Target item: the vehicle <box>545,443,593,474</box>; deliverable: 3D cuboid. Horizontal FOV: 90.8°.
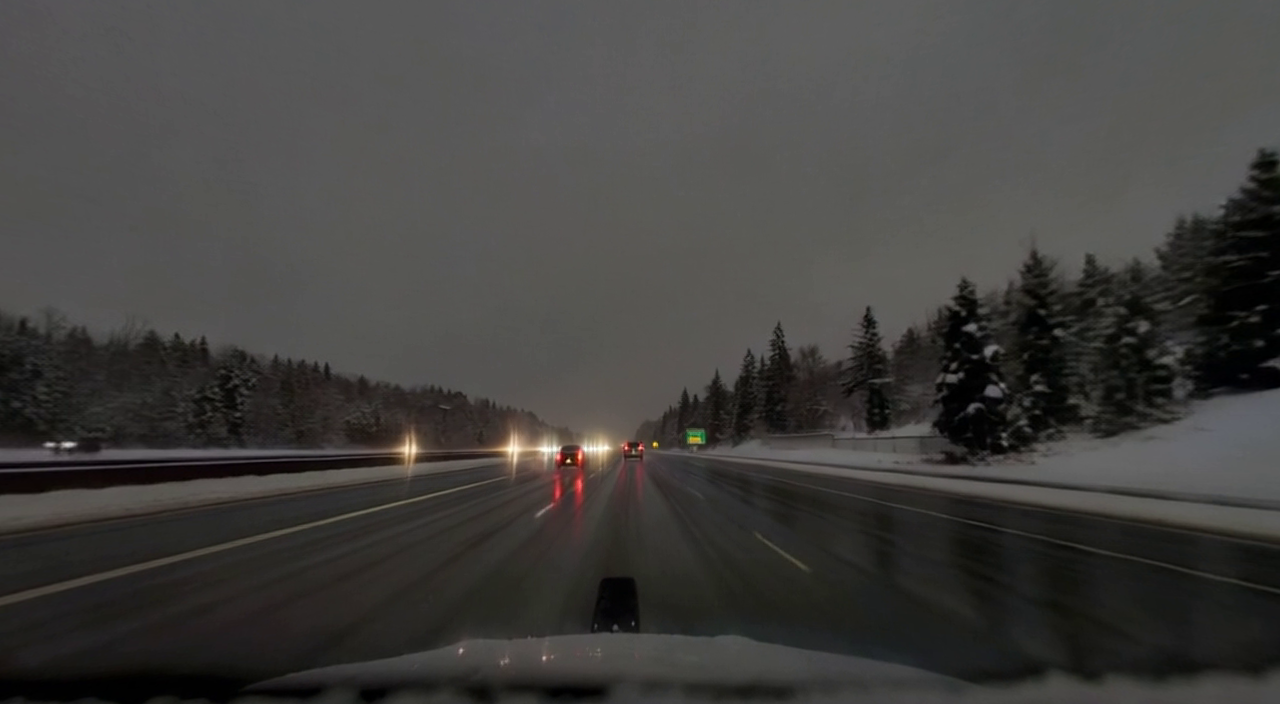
[{"bbox_3d":[-3.892,5.938,35.588,2.140,1.574,4.946,0,-8,0],"label":"vehicle"}]
